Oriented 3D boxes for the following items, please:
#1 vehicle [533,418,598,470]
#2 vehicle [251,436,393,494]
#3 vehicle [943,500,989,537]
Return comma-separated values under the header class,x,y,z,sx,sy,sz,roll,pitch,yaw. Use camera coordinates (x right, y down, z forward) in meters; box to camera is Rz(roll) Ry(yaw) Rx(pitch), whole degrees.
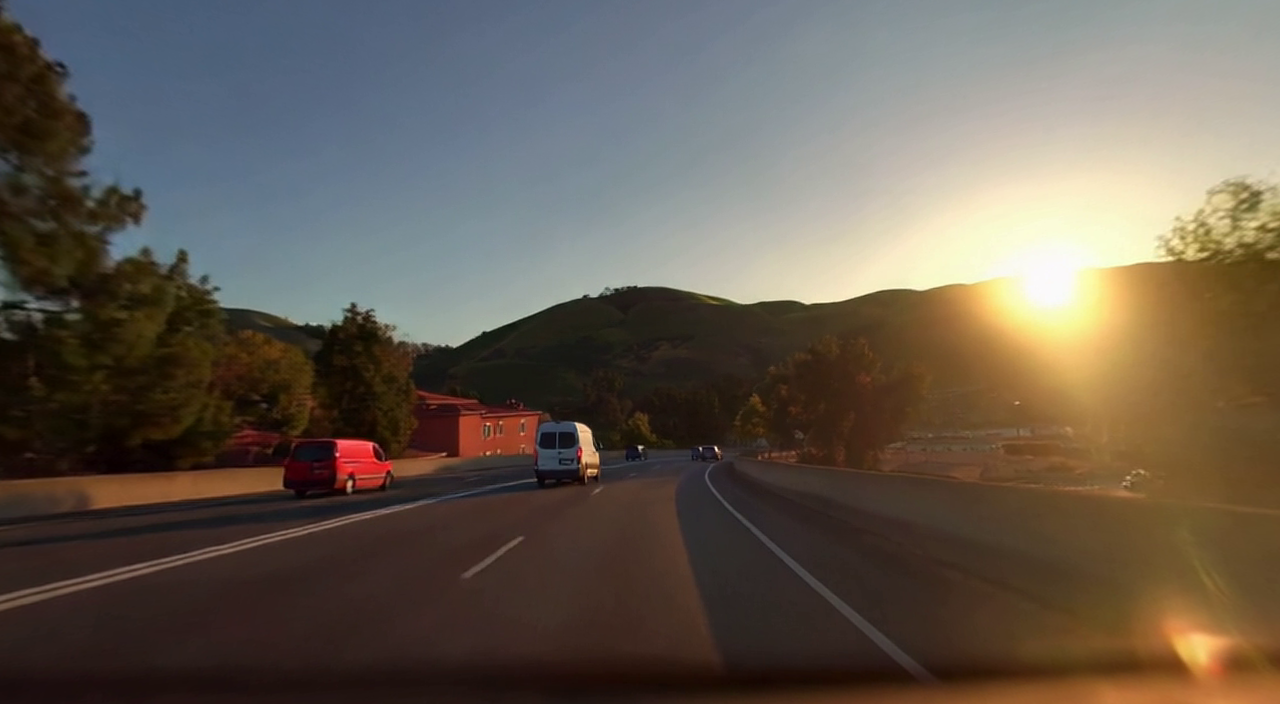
class,x,y,z,sx,sy,sz,roll,pitch,yaw
vehicle,-4.162,5.353,36.735,2.314,2.703,6.441,-1,-8,6
vehicle,-9.332,3.335,19.041,1.821,1.524,4.342,-1,-8,3
vehicle,21.797,11.143,42.425,1.887,1.776,4.198,-2,-7,16
